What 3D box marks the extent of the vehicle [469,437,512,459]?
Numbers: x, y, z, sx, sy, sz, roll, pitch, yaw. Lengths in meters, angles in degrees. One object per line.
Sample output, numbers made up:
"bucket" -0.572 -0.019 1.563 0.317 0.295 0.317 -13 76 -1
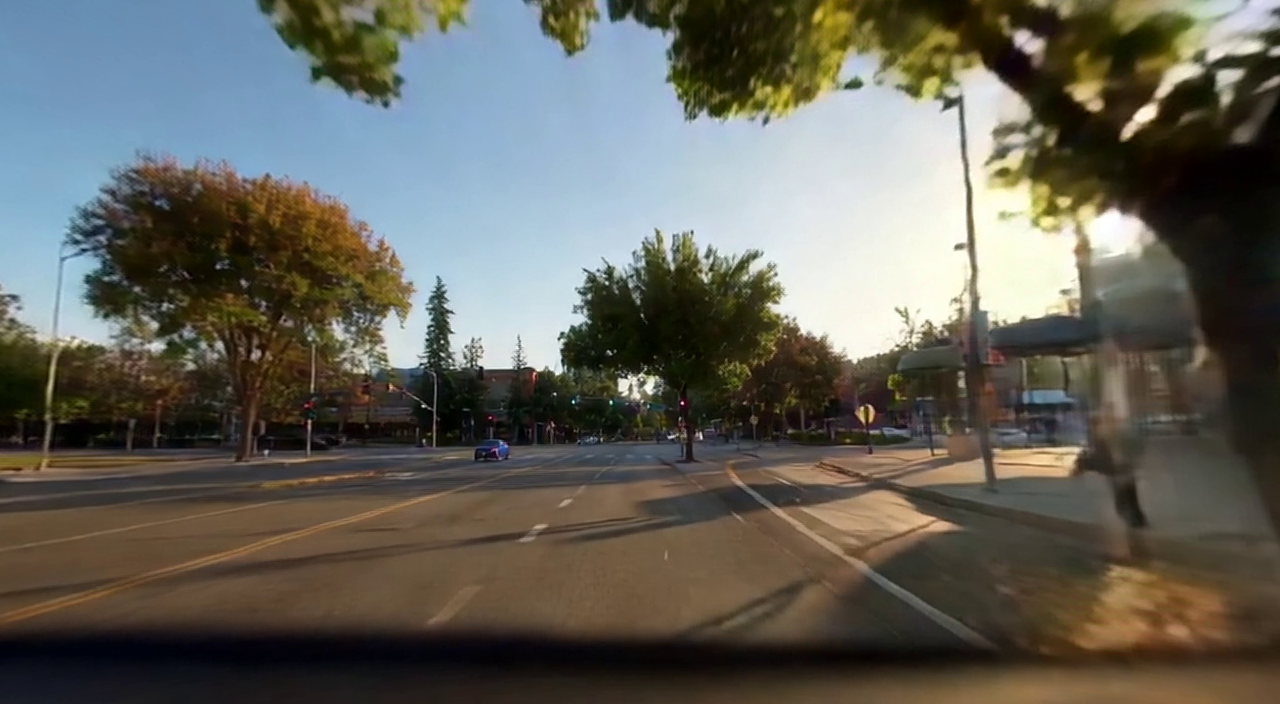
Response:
"vehicle" -10.783 7.007 45.848 1.924 1.502 4.727 0 -9 1
